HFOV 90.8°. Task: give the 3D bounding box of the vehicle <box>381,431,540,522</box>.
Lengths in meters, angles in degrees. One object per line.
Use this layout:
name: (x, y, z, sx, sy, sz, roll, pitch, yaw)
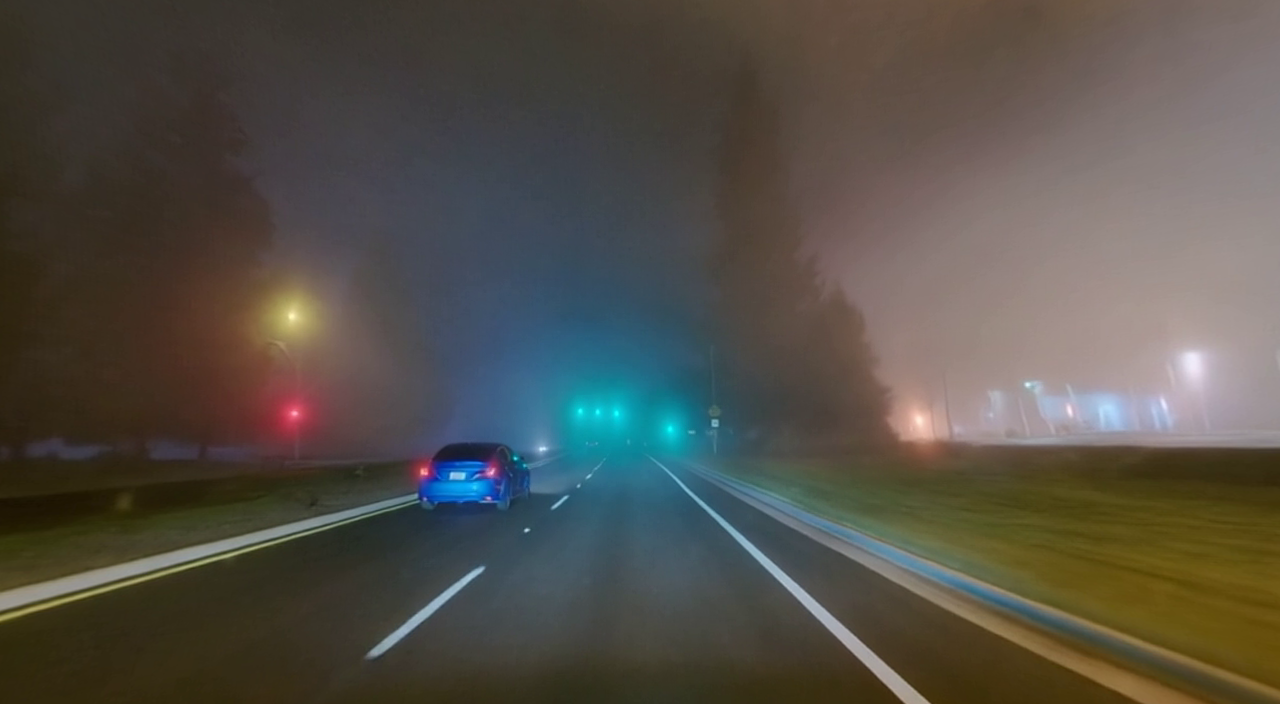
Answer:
vehicle: (-3.288, 2.348, 12.516, 1.964, 1.472, 4.078, 0, -8, 0)
